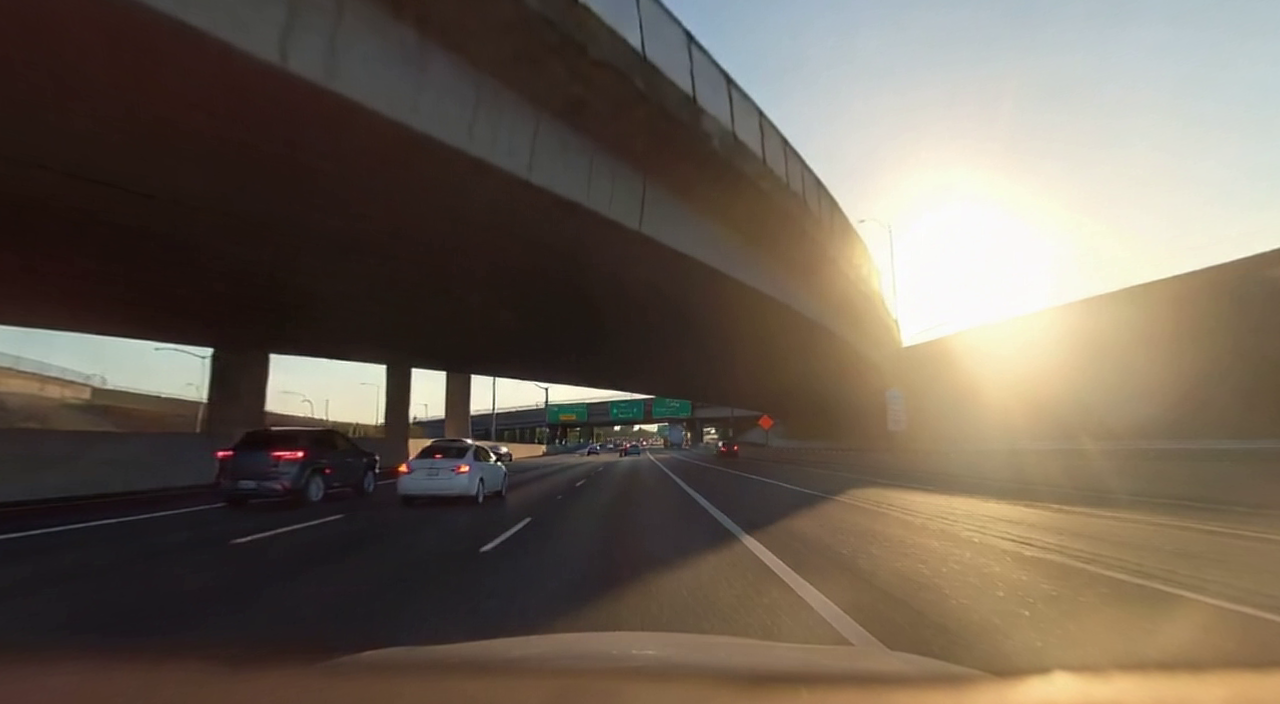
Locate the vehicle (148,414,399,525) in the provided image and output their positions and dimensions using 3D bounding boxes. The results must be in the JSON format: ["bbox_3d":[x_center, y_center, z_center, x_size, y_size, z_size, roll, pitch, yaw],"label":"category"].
[{"bbox_3d":[-7.229,2.371,13.358,2.208,1.876,5.088,0,-8,0],"label":"vehicle"}]

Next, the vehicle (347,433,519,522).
[{"bbox_3d":[-4.035,2.519,13.277,2.051,1.516,4.493,0,-8,0],"label":"vehicle"}]
